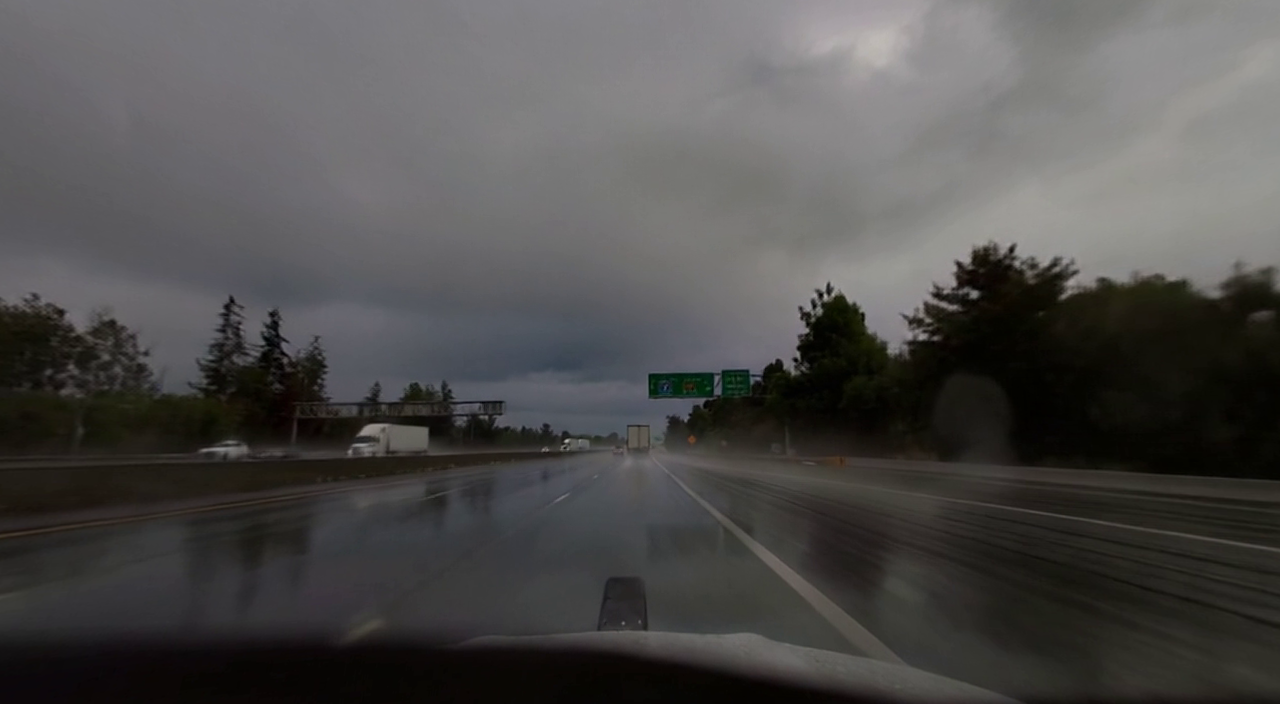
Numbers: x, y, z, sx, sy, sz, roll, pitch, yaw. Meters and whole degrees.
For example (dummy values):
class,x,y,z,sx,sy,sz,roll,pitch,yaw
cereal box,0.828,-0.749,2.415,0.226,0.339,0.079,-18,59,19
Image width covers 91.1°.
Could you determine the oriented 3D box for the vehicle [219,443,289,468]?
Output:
class,x,y,z,sx,sy,sz,roll,pitch,yaw
vehicle,-28.000,7.537,45.753,2.026,1.717,4.760,0,-9,0
